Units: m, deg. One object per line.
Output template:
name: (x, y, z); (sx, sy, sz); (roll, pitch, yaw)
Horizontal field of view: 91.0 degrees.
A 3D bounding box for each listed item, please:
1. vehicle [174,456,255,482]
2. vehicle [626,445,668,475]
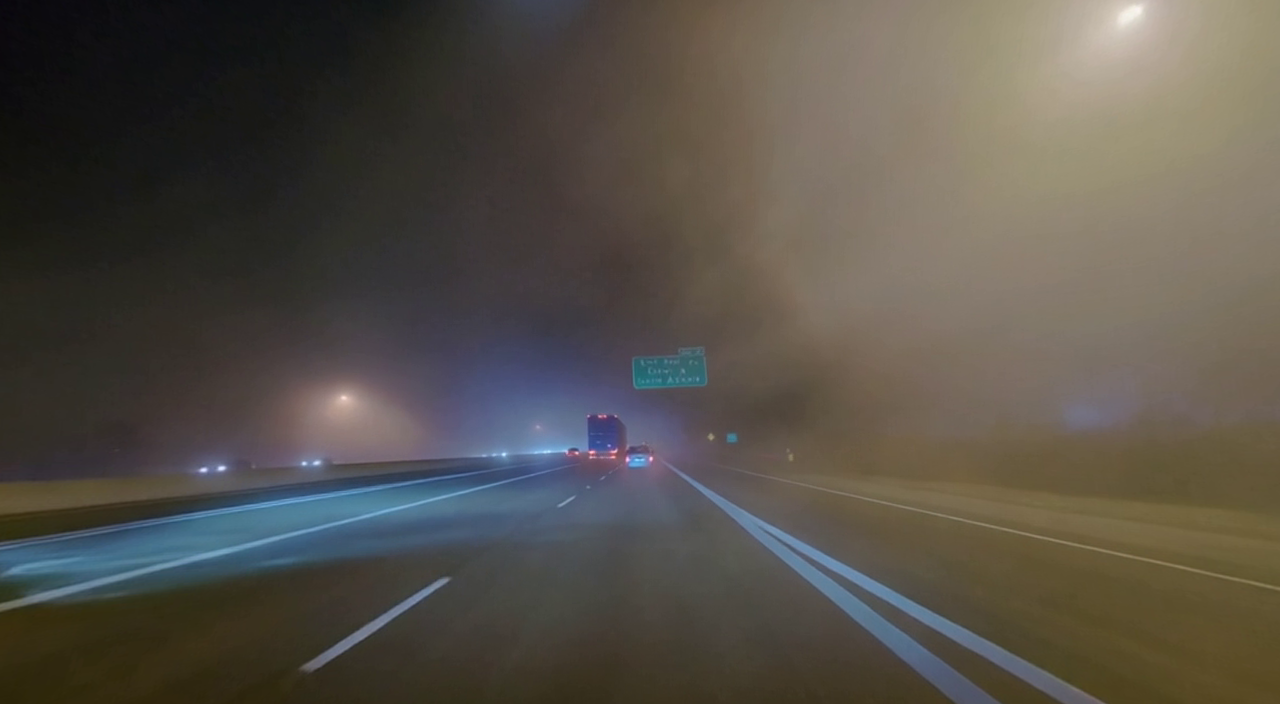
vehicle: (-31.115, 8.532, 46.261); (2.230, 1.690, 5.153); (-1, -9, 2)
vehicle: (0.326, 5.645, 33.051); (2.066, 1.469, 4.050); (0, -9, -1)
